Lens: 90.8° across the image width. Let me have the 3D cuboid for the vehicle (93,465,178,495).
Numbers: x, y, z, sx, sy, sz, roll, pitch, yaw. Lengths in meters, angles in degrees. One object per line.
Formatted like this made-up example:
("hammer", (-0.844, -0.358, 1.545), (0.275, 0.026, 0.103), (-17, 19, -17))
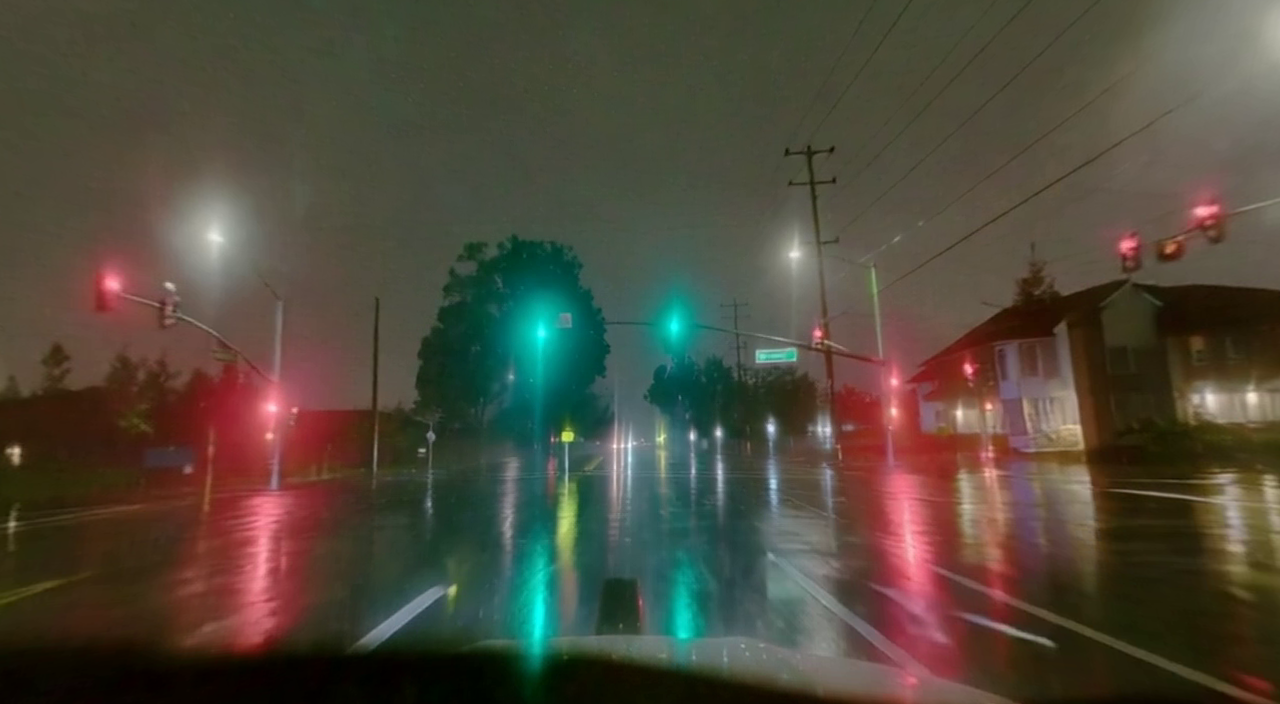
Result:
("vehicle", (-28.926, 7.302, 36.392), (1.974, 1.457, 4.248), (1, -9, -11))
